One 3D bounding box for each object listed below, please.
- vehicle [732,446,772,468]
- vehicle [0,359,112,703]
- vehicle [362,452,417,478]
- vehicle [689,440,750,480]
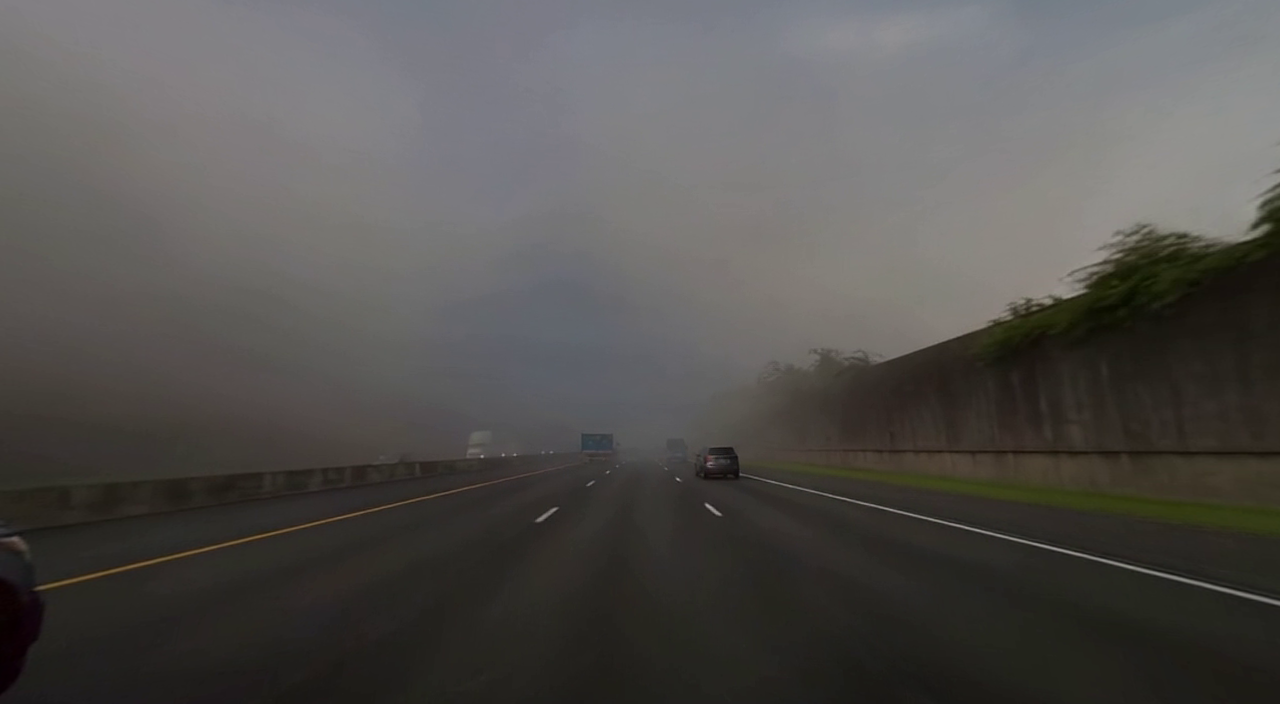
[{"bbox_3d":[7.772,7.314,44.019,1.876,1.475,4.185,0,-9,-1],"label":"vehicle"},{"bbox_3d":[-3.955,0.633,1.176,2.093,1.705,4.392,0,-9,0],"label":"vehicle"},{"bbox_3d":[-15.079,6.810,38.109,1.714,1.476,3.729,0,-9,1],"label":"vehicle"},{"bbox_3d":[3.276,4.583,26.845,1.983,1.545,4.038,0,-9,-2],"label":"vehicle"}]
